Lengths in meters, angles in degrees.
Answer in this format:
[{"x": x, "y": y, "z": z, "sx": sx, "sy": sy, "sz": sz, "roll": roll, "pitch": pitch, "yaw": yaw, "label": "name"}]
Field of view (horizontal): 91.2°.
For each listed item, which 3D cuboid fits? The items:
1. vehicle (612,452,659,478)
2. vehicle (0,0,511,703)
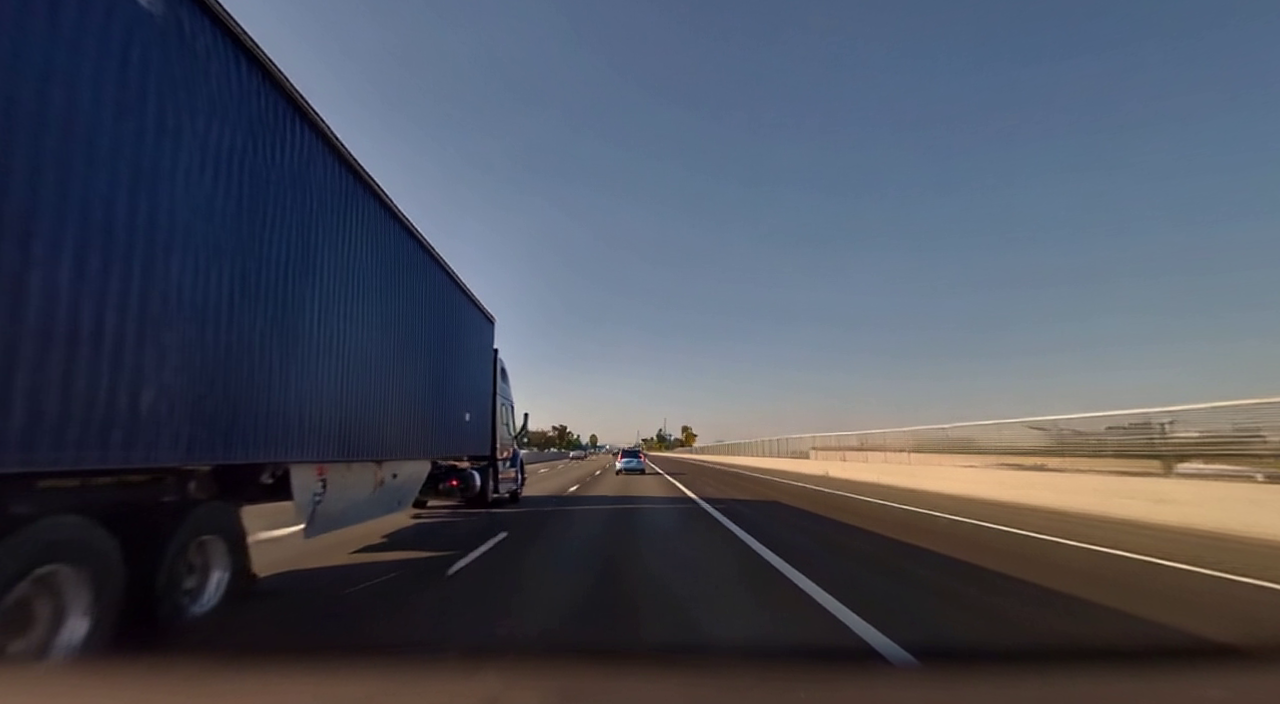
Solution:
[{"x": -0.259, "y": 6.260, "z": 35.082, "sx": 2.398, "sy": 1.336, "sz": 5.698, "roll": 0, "pitch": -9, "yaw": -1, "label": "vehicle"}, {"x": -3.977, "y": 0.200, "z": 5.189, "sx": 2.914, "sy": 4.039, "sz": 14.493, "roll": 0, "pitch": -9, "yaw": -1, "label": "vehicle"}]
